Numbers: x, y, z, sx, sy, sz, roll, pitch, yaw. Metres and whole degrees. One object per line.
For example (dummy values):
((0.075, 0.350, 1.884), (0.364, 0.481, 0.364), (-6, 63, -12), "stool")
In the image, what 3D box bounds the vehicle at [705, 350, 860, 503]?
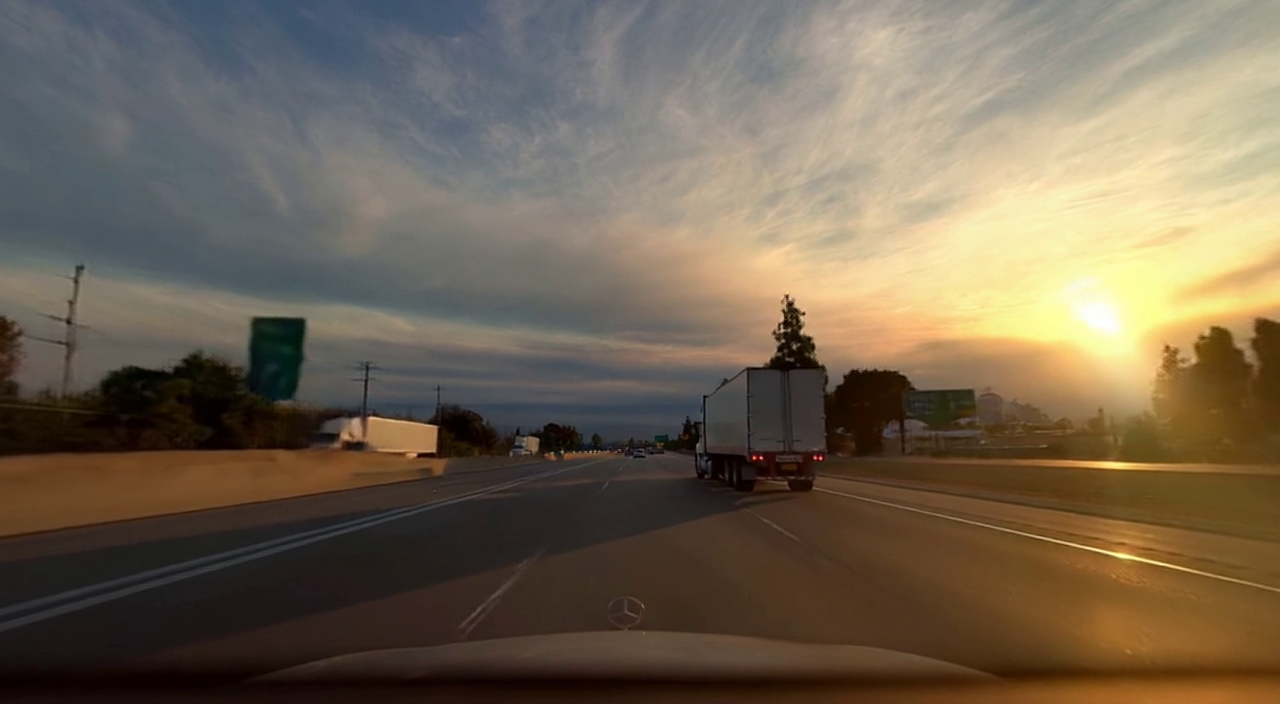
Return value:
((4.633, 3.012, 23.978), (3.058, 4.312, 12.251), (0, -9, 0), "vehicle")

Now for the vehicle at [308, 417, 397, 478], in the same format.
((-20.477, 6.872, 45.416), (3.367, 4.049, 6.073), (0, -9, 0), "vehicle")
